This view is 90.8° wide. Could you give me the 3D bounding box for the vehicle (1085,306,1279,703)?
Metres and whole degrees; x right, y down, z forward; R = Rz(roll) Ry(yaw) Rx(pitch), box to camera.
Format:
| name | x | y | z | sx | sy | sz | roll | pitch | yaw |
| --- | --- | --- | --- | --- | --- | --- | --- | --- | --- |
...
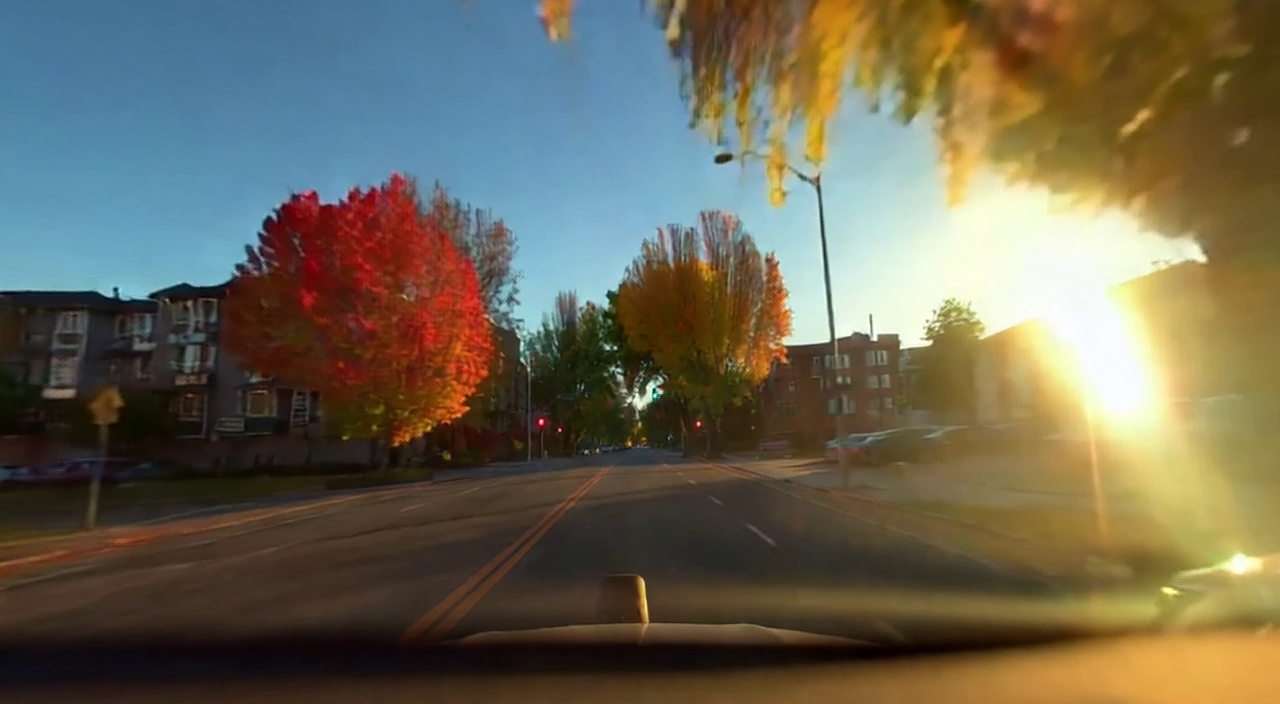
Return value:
| name | x | y | z | sx | sy | sz | roll | pitch | yaw |
| --- | --- | --- | --- | --- | --- | --- | --- | --- | --- |
| vehicle | 3.202 | 0.511 | 0.422 | 2.224 | 1.791 | 4.834 | 0 | -8 | 0 |
